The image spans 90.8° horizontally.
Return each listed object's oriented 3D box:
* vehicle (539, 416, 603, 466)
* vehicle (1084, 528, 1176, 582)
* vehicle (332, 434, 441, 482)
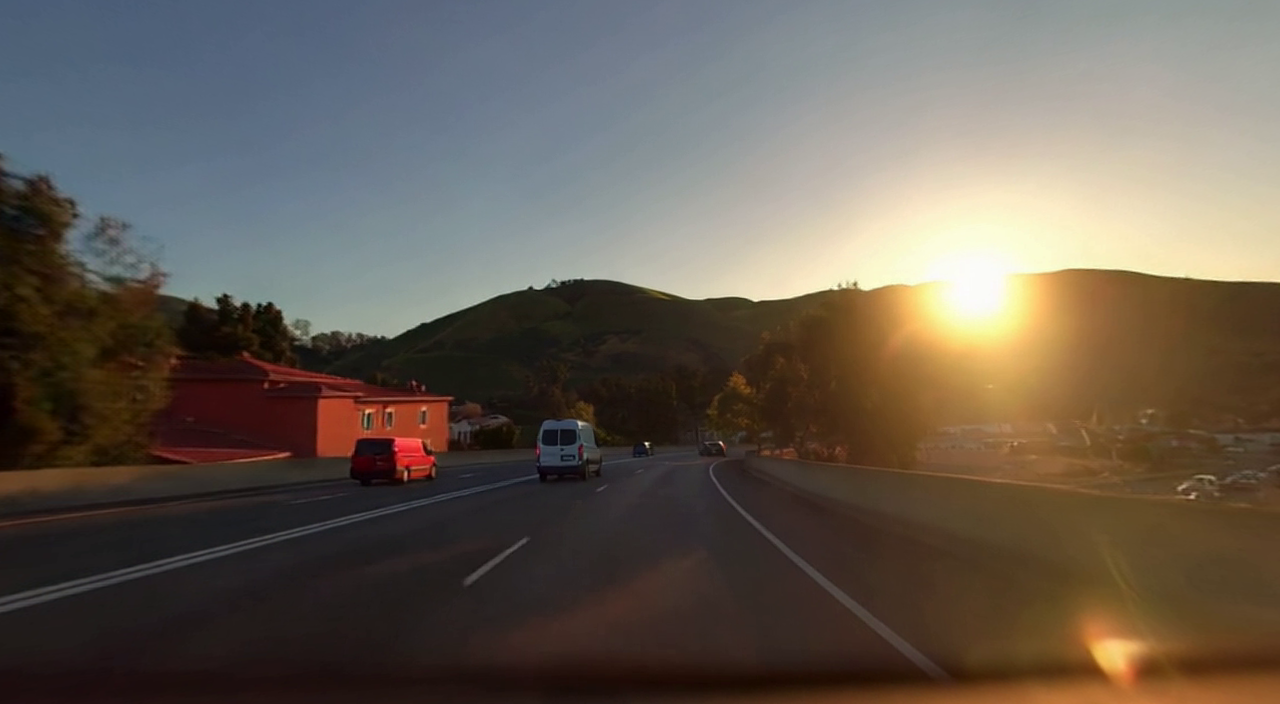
[{"bbox_3d":[-3.943,5.270,37.520,2.314,2.703,6.441,-1,-8,7],"label":"vehicle"},{"bbox_3d":[22.783,9.401,29.571,1.887,1.776,4.198,-1,-11,17],"label":"vehicle"},{"bbox_3d":[-8.911,3.744,22.699,1.821,1.524,4.342,-1,-8,5],"label":"vehicle"}]
